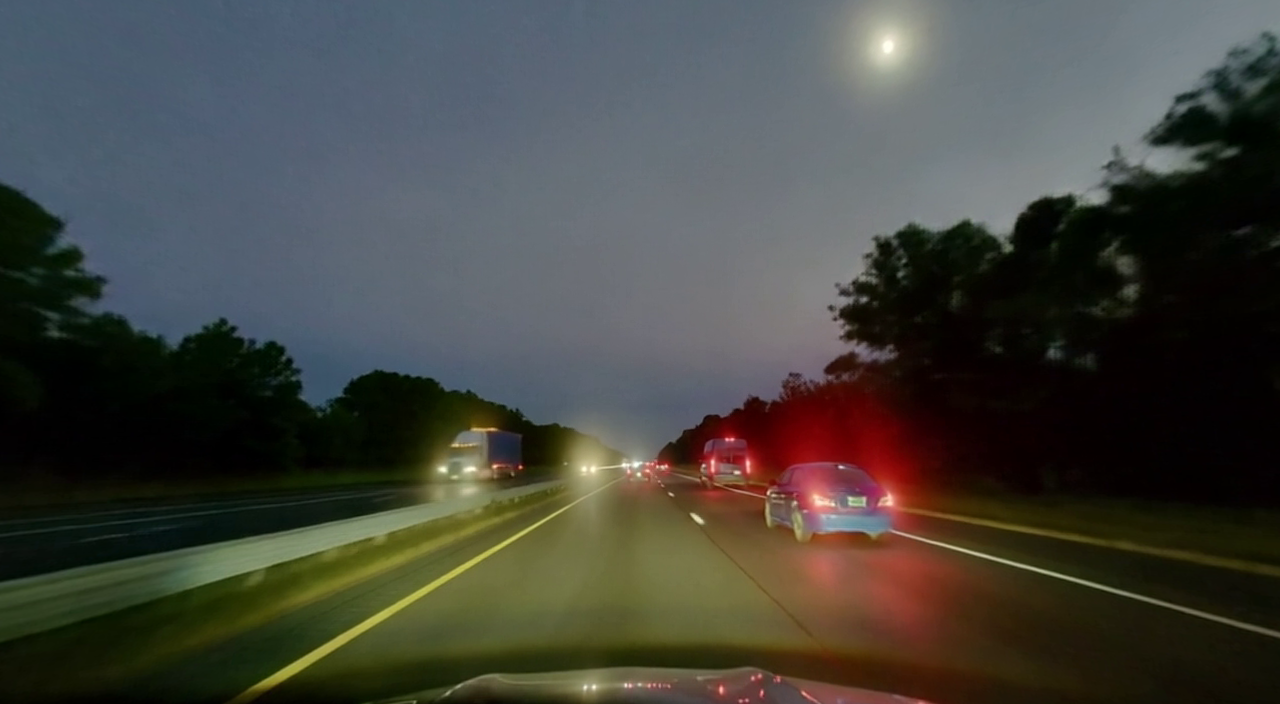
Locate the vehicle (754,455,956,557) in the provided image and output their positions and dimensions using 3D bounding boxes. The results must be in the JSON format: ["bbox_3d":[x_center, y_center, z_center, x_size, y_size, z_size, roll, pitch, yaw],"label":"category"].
[{"bbox_3d":[3.763,2.833,12.229,2.073,1.532,4.969,1,-10,-1],"label":"vehicle"}]

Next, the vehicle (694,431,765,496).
[{"bbox_3d":[4.446,5.803,32.736,2.563,2.975,6.941,1,-10,-1],"label":"vehicle"}]

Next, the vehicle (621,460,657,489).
[{"bbox_3d":[-0.072,7.940,40.850,2.212,1.717,4.452,1,-10,0],"label":"vehicle"}]
